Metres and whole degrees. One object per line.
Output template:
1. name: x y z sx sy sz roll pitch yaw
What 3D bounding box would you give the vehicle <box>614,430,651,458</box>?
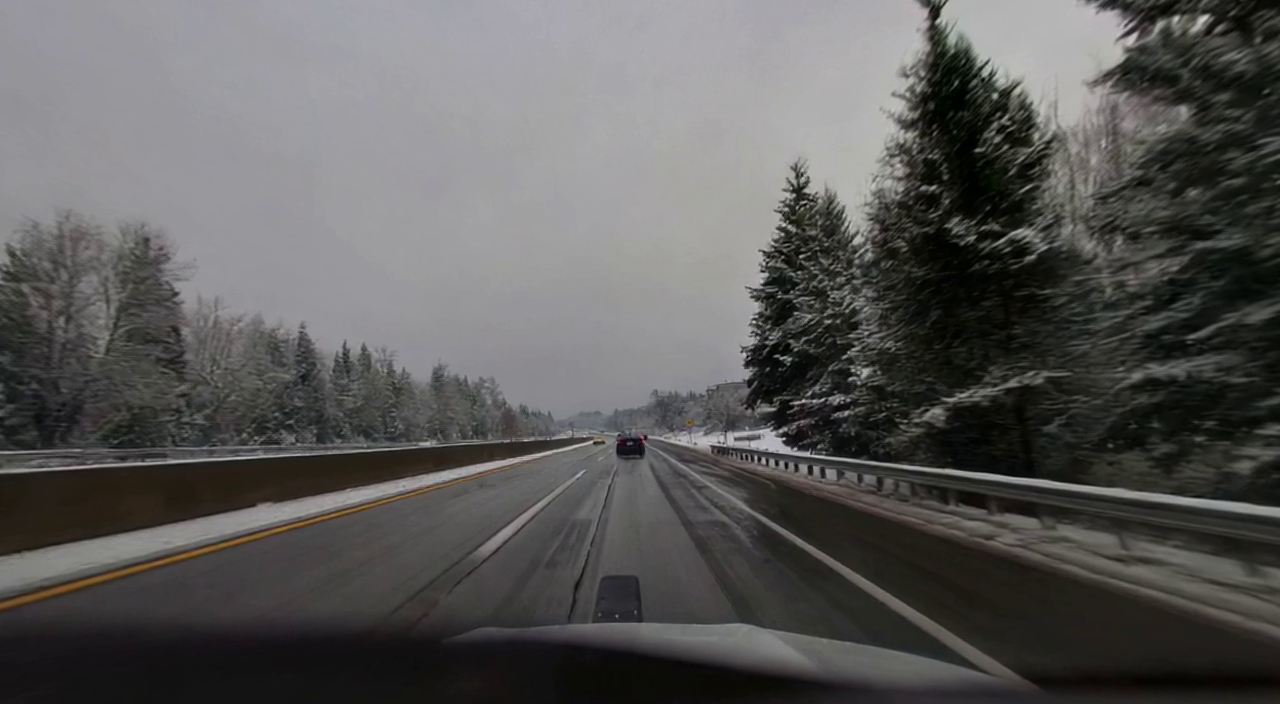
1. vehicle: -0.501 5.698 39.156 2.151 1.618 3.898 0 -8 -1
